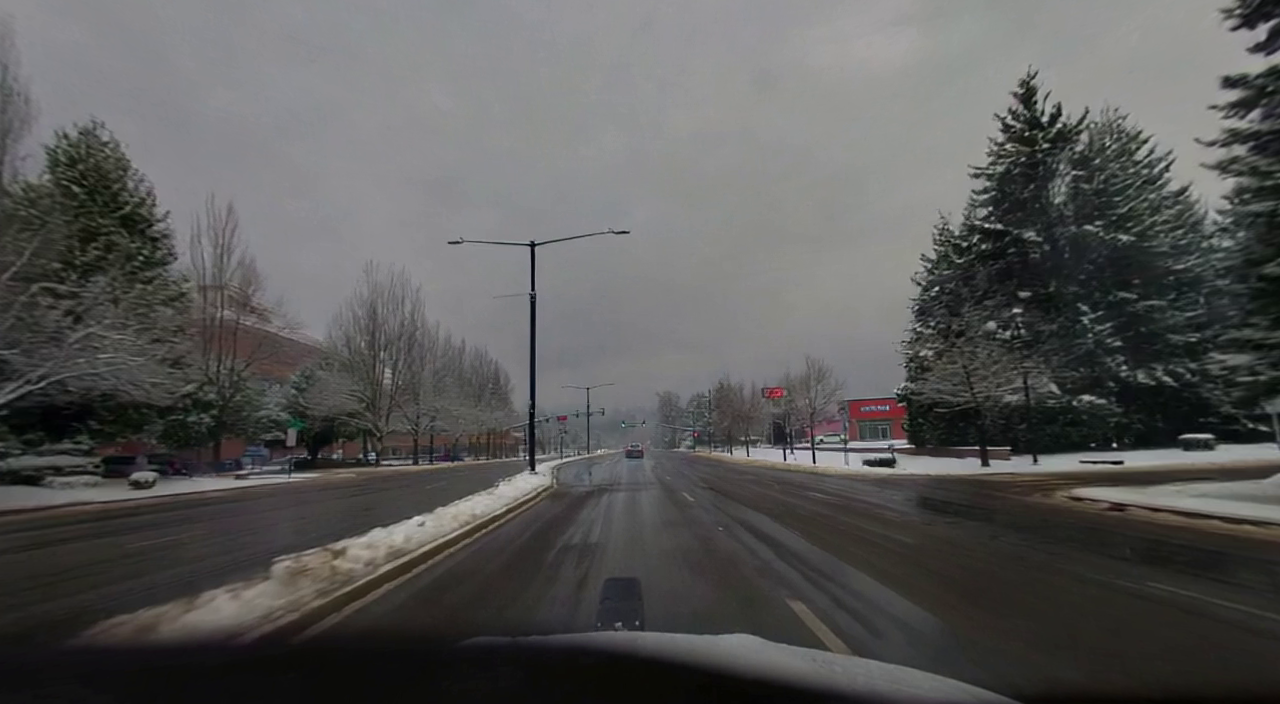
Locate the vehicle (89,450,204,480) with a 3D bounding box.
[{"bbox_3d":[-29.019,6.657,37.235,5.122,1.686,1.967,0,-9,1],"label":"vehicle"}]
